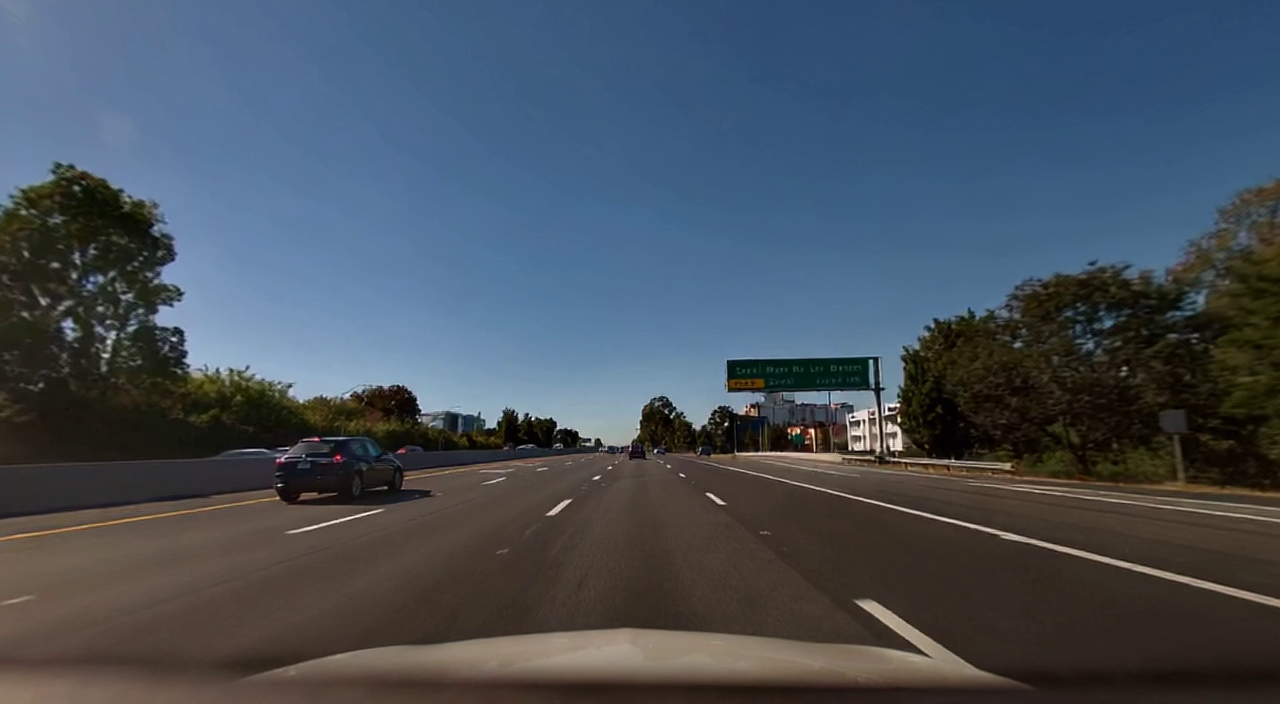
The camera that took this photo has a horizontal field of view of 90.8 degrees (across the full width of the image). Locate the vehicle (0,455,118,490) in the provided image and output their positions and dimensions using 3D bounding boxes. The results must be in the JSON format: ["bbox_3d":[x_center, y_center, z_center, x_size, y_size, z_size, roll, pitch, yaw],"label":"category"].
[{"bbox_3d":[-28.044,5.725,30.337,1.979,1.489,4.664,0,-9,0],"label":"vehicle"}]

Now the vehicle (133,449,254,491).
[{"bbox_3d":[-17.283,4.561,24.742,1.816,1.433,3.993,-1,-9,0],"label":"vehicle"}]

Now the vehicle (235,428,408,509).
[{"bbox_3d":[-7.696,2.843,15.886,2.089,1.724,4.327,0,-9,0],"label":"vehicle"}]
